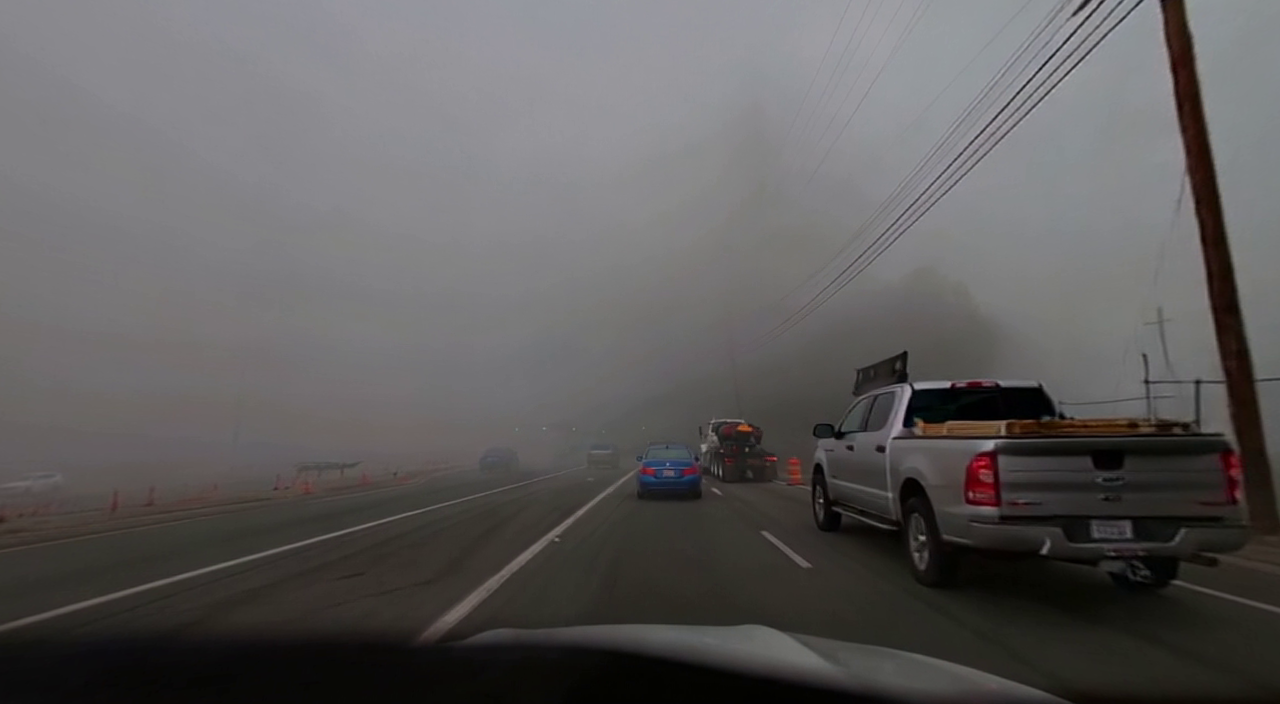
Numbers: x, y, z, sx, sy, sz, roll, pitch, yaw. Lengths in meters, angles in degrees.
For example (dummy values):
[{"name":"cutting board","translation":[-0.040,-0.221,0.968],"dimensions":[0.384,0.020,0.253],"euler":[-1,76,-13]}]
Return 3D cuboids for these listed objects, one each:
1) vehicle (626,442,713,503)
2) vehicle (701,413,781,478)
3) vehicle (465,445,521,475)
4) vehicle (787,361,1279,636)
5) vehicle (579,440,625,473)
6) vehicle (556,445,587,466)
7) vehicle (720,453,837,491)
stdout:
[{"name":"vehicle","translation":[0.742,3.248,17.485],"dimensions":[2.128,1.473,4.272],"euler":[0,-8,1]},{"name":"vehicle","translation":[4.861,4.658,31.577],"dimensions":[2.953,2.907,6.339],"euler":[0,-8,0]},{"name":"vehicle","translation":[-7.909,5.843,34.494],"dimensions":[2.018,1.490,4.926],"euler":[0,-8,-2]},{"name":"vehicle","translation":[3.854,1.524,7.806],"dimensions":[2.555,2.017,6.201],"euler":[0,-9,0]},{"name":"vehicle","translation":[-2.103,5.944,35.992],"dimensions":[1.989,1.729,4.184],"euler":[-1,-9,5]},{"name":"vehicle","translation":[-5.284,8.095,49.352],"dimensions":[1.999,1.538,4.325],"euler":[0,-9,-1]},{"name":"vehicle","translation":[5.030,4.569,24.536],"dimensions":[2.554,1.217,7.611],"euler":[0,-9,-2]}]
